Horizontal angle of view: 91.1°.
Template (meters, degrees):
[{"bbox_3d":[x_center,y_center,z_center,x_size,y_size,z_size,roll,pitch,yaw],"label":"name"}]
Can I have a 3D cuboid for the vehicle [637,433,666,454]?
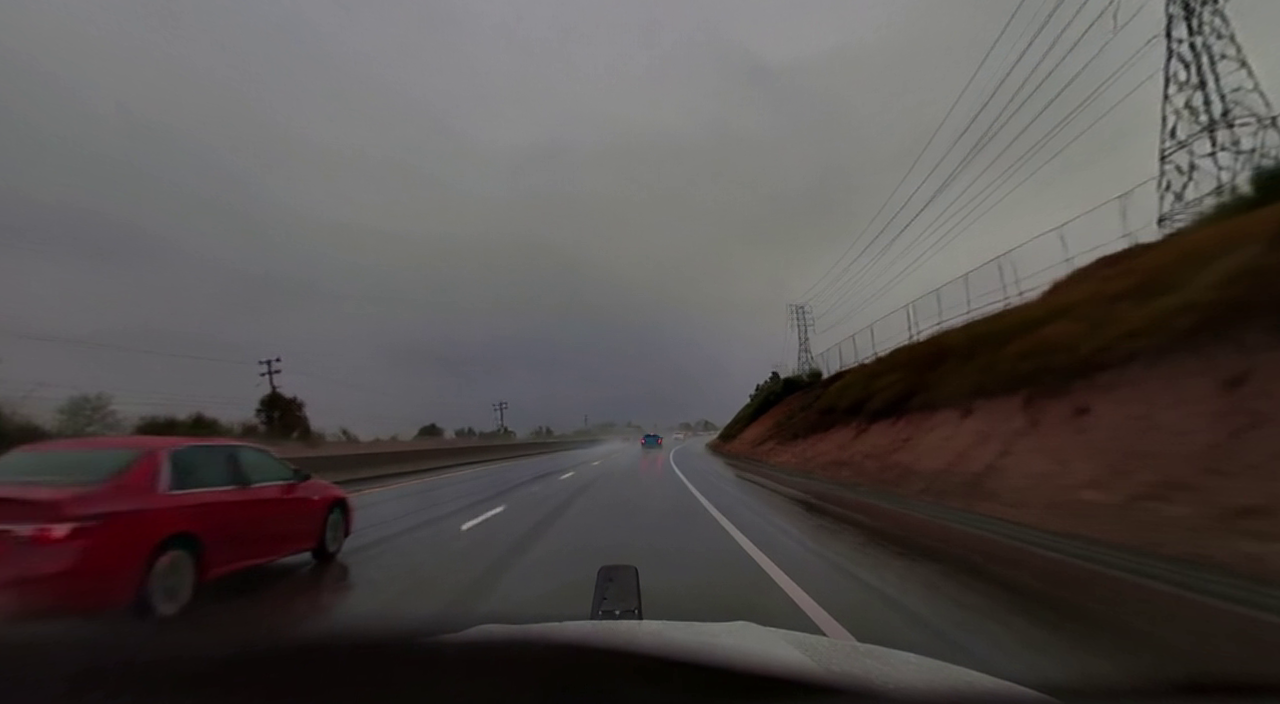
[{"bbox_3d":[0.942,6.931,47.683,2.077,1.523,4.206,0,-8,3],"label":"vehicle"}]

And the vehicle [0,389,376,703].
[{"bbox_3d":[-3.800,1.162,4.455,2.030,1.522,4.250,0,-8,-1],"label":"vehicle"}]
